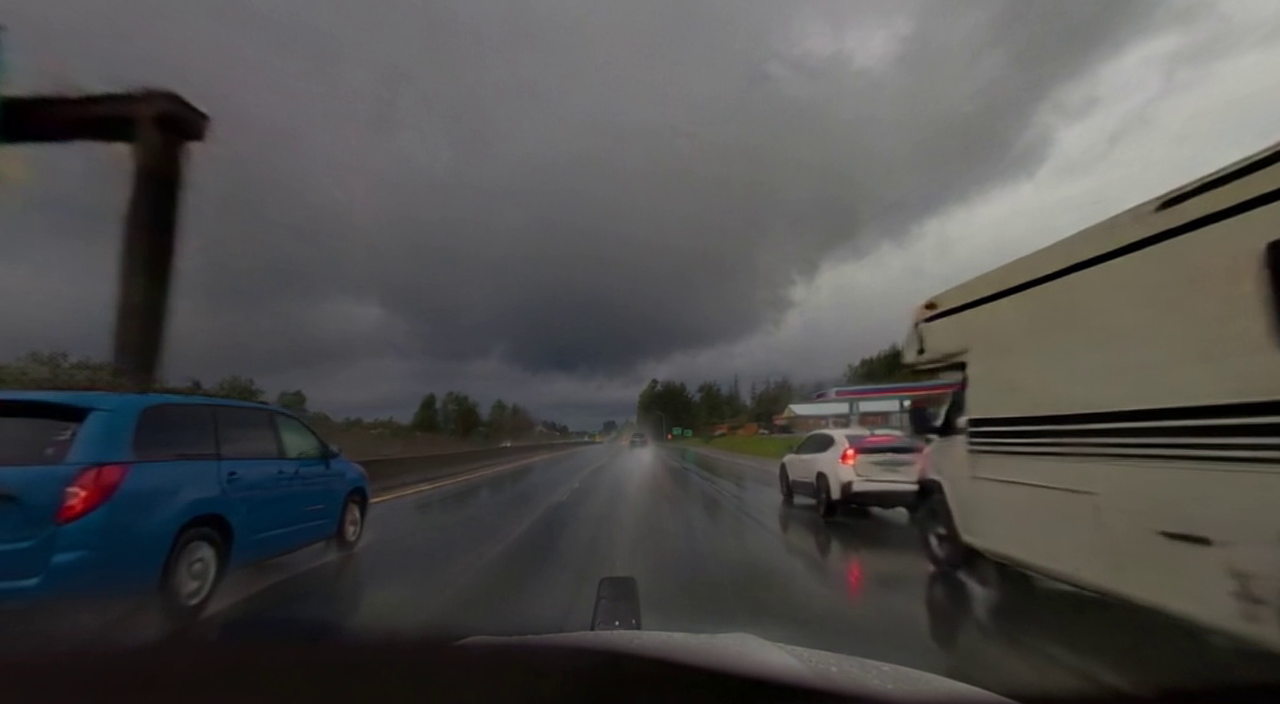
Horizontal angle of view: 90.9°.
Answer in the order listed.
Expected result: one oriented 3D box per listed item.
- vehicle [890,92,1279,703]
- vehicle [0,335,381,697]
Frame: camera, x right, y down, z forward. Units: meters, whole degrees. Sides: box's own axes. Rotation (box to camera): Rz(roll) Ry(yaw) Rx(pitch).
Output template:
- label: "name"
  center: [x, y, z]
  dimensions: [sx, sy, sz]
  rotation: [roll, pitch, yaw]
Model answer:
- label: "vehicle"
  center: [3.851, 0.401, 3.332]
  dimensions: [2.590, 2.680, 5.445]
  rotation: [0, -8, -2]
- label: "vehicle"
  center: [-4.113, 1.074, 5.229]
  dimensions: [2.061, 1.732, 4.457]
  rotation: [0, -8, -1]
